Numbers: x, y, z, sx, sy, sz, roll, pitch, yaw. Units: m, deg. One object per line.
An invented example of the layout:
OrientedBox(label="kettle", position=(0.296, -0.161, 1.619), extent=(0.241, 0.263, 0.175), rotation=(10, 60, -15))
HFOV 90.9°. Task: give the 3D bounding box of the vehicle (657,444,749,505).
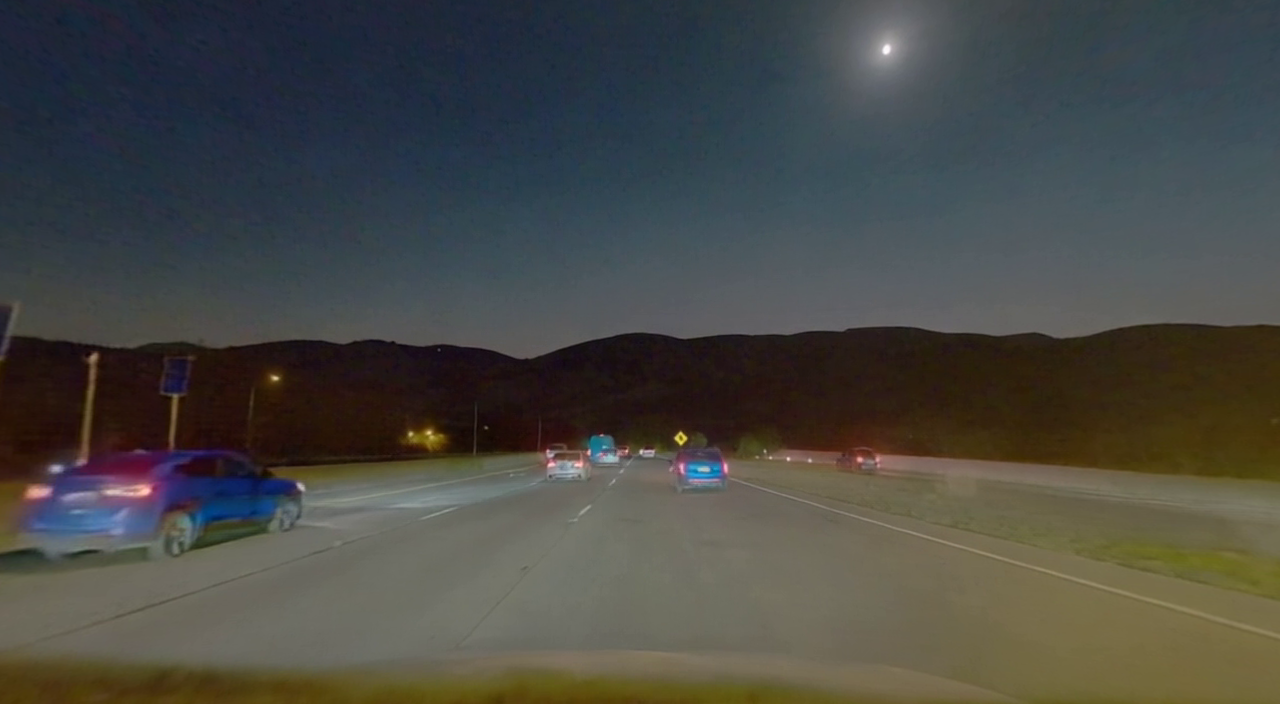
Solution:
OrientedBox(label="vehicle", position=(1.627, 3.379, 17.931), extent=(2.050, 1.491, 4.362), rotation=(0, -8, -2))

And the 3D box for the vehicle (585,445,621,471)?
OrientedBox(label="vehicle", position=(-2.463, 7.123, 42.675), extent=(2.270, 1.660, 4.101), rotation=(0, -8, -1))

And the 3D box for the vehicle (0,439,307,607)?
OrientedBox(label="vehicle", position=(-6.633, 1.920, 8.170), extent=(2.012, 1.504, 4.729), rotation=(0, -8, 1))

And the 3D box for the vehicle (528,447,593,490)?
OrientedBox(label="vehicle", position=(-3.004, 4.501, 24.688), extent=(1.990, 1.501, 4.250), rotation=(0, -8, 0))
